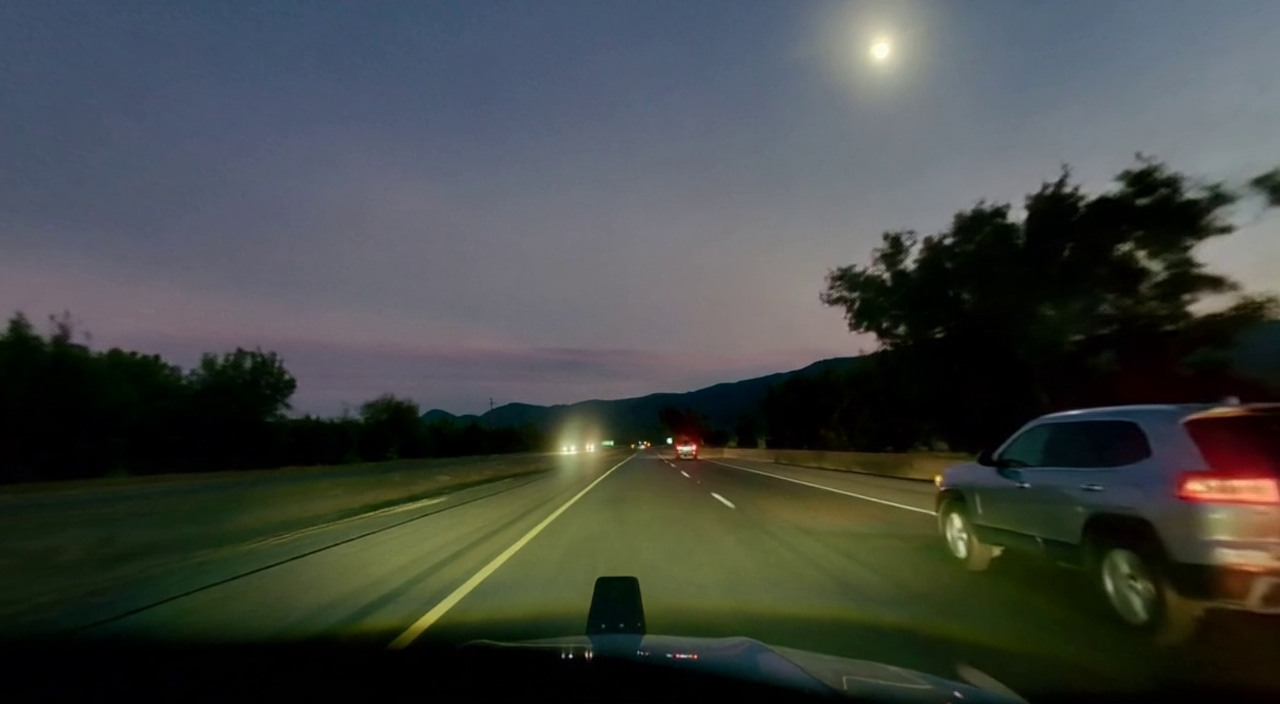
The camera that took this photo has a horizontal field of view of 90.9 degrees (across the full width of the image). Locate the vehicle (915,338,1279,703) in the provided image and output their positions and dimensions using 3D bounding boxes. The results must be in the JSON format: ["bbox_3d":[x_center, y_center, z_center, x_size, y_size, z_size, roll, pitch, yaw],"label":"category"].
[{"bbox_3d":[3.995,0.984,3.899,2.070,1.799,5.584,0,-8,0],"label":"vehicle"}]
